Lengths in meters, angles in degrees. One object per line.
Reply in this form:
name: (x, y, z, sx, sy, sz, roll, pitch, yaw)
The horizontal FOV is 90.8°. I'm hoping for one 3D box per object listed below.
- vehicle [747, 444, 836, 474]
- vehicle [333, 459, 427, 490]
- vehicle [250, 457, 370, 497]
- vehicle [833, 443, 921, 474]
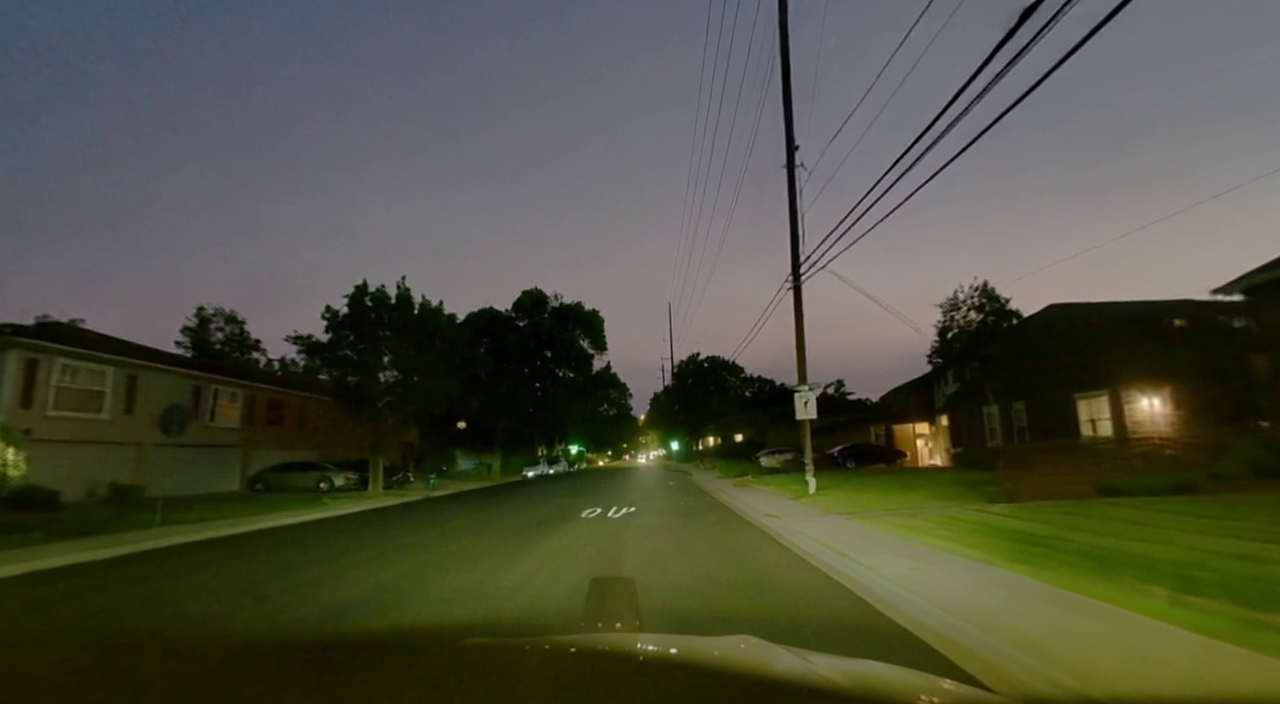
vehicle: (9.366, 6.678, 39.407, 4.952, 1.775, 2.089, 0, -9, 0)
vehicle: (-14.232, 6.688, 34.711, 4.260, 1.588, 1.927, -1, -9, 6)
vehicle: (-15.147, 5.705, 29.091, 4.500, 1.714, 1.924, -1, -9, 7)
vehicle: (13.021, 5.876, 34.890, 4.122, 1.610, 1.888, 0, -9, 2)
